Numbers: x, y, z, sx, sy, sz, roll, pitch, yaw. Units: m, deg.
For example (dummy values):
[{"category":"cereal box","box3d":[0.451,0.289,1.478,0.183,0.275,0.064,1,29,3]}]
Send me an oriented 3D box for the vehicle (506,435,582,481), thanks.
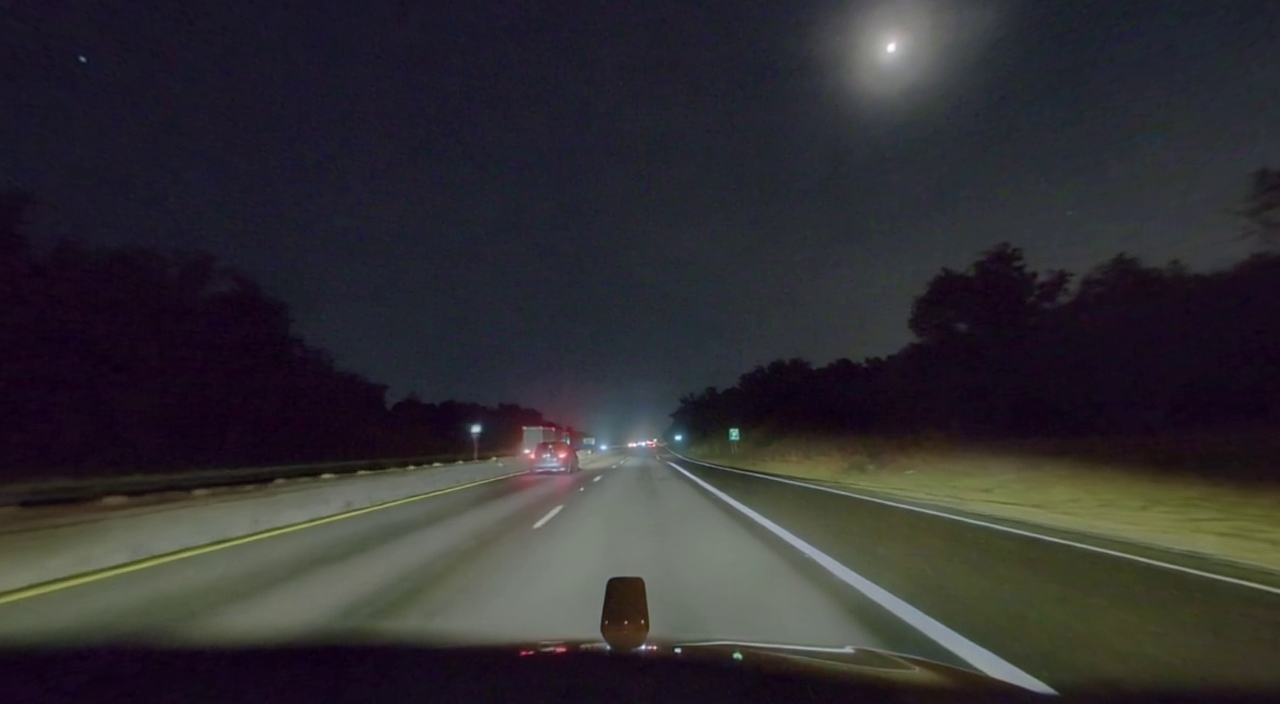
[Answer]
[{"category":"vehicle","box3d":[-3.415,3.852,23.196,2.051,1.531,4.250,0,-8,1]}]
